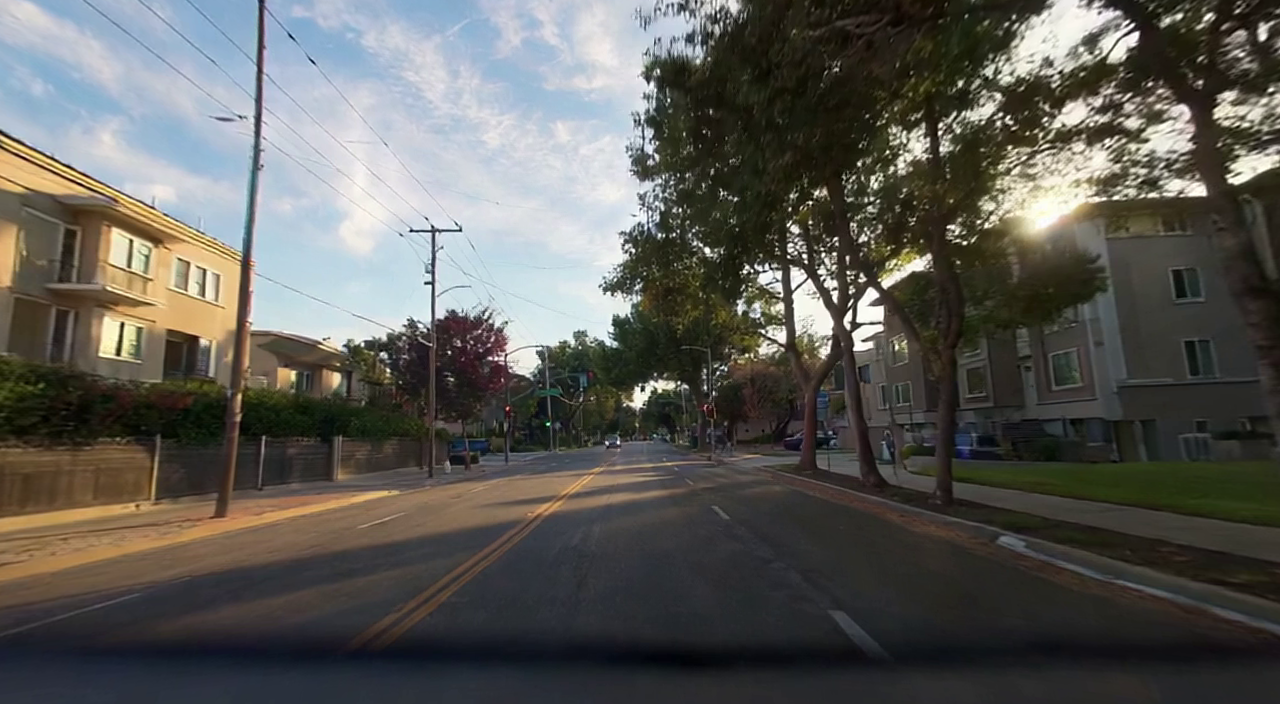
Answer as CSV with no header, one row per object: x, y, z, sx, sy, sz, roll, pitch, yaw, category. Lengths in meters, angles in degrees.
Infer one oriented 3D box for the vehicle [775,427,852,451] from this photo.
12.704,6.411,46.427,4.908,1.521,2.108,-1,-8,-3,vehicle
